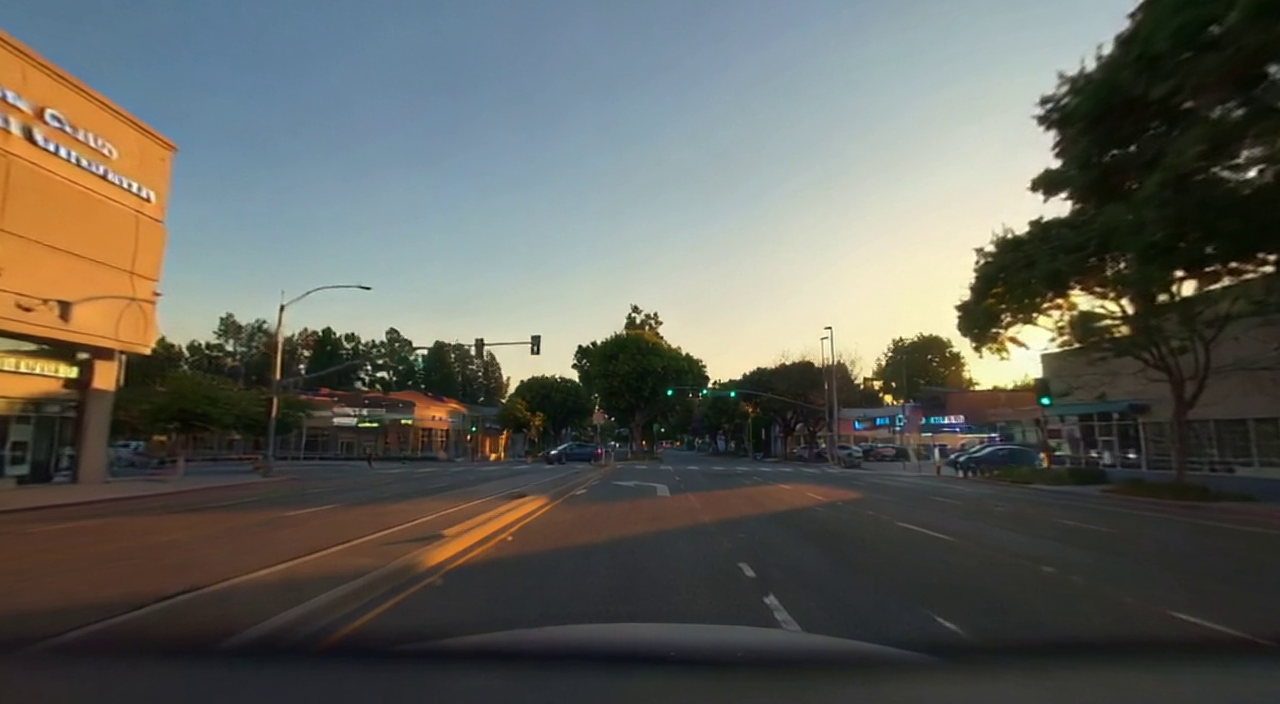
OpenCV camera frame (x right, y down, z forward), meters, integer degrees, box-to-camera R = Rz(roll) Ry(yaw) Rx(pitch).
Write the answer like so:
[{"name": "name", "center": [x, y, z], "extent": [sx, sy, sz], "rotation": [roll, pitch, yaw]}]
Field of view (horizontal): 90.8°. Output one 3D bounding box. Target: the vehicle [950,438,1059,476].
[{"name": "vehicle", "center": [23.122, 6.666, 40.359], "extent": [2.195, 2.201, 5.616], "rotation": [5, -10, -27]}]

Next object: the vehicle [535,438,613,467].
[{"name": "vehicle", "center": [-4.086, 6.209, 39.265], "extent": [4.408, 1.728, 2.010], "rotation": [-3, -9, 22]}]

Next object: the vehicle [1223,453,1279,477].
[{"name": "vehicle", "center": [40.017, 7.083, 39.583], "extent": [1.790, 1.474, 4.620], "rotation": [4, -9, -25]}]

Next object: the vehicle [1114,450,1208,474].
[{"name": "vehicle", "center": [36.868, 7.749, 44.827], "extent": [1.868, 1.566, 4.647], "rotation": [5, -9, -29]}]
